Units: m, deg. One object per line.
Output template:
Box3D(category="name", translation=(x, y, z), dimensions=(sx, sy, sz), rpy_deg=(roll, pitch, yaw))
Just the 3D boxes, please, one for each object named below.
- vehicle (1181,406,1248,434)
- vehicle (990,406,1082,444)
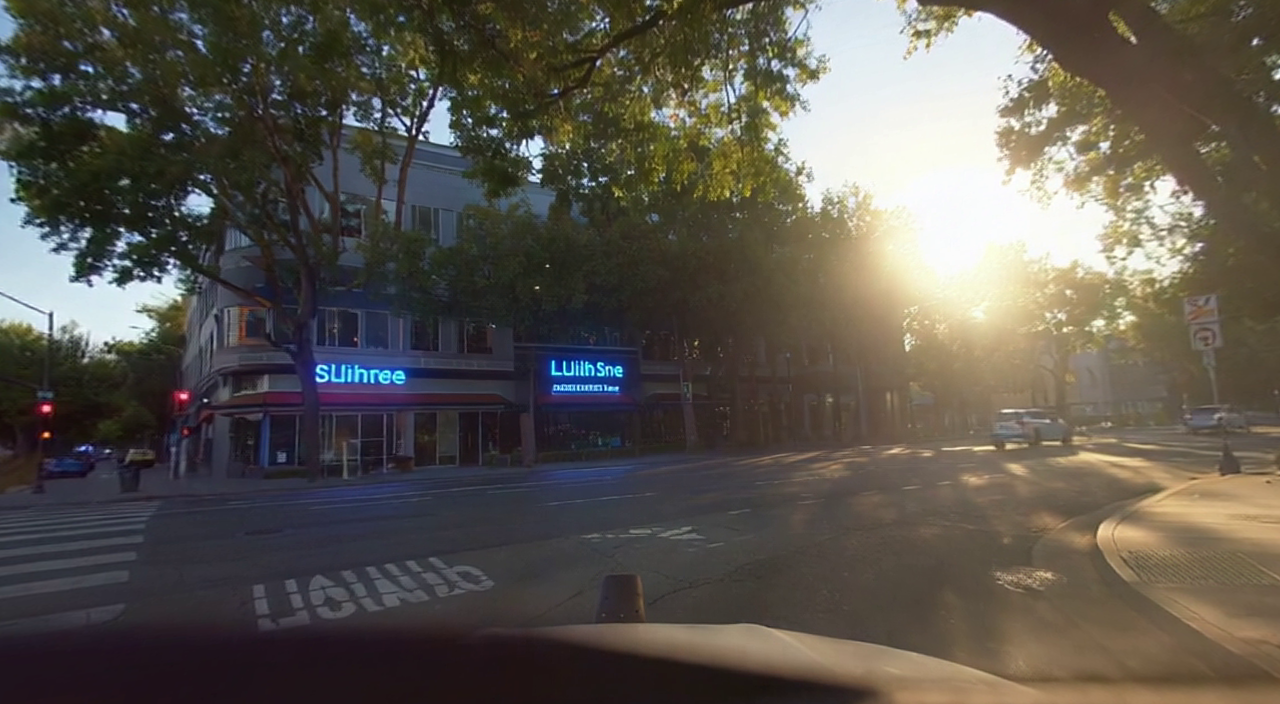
Box3D(category="vehicle", translation=(35.908, 4.291, 39.433), dimensions=(4.377, 1.624, 1.953), rpy_deg=(6, -10, -34))
Box3D(category="vehicle", translation=(20.476, 3.830, 32.614), dimensions=(4.689, 1.758, 2.146), rpy_deg=(5, -10, -33))
